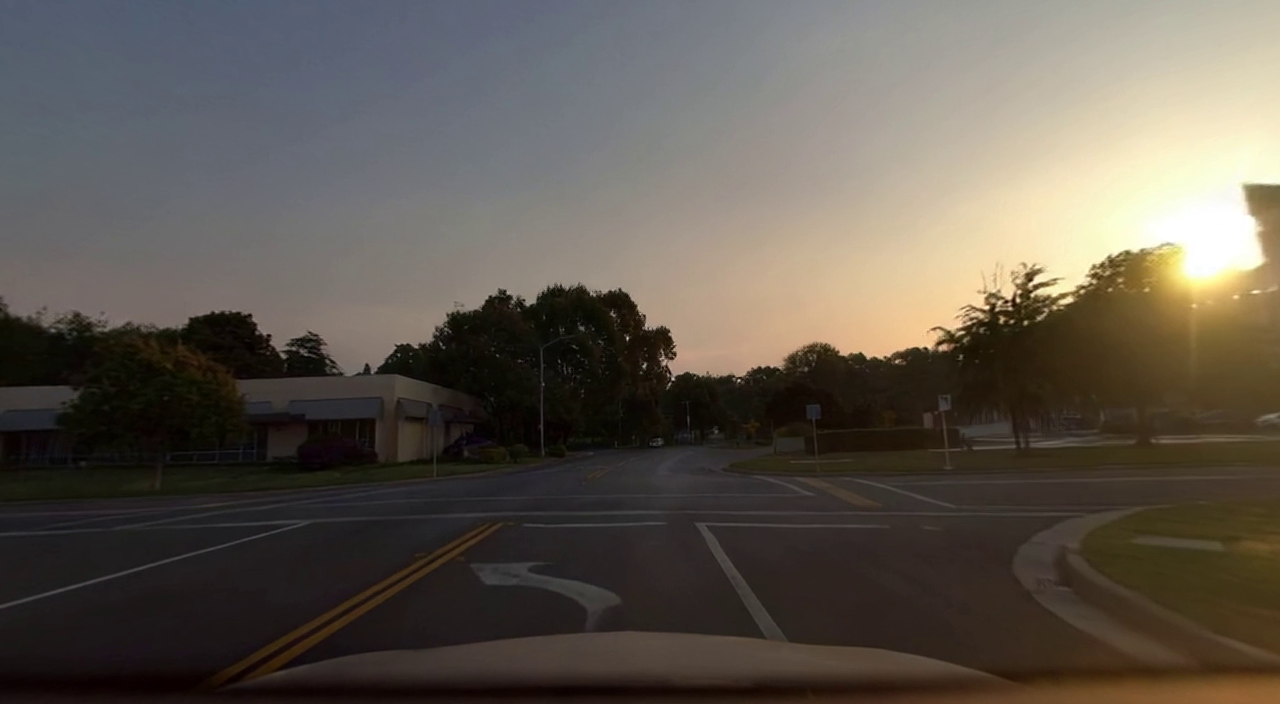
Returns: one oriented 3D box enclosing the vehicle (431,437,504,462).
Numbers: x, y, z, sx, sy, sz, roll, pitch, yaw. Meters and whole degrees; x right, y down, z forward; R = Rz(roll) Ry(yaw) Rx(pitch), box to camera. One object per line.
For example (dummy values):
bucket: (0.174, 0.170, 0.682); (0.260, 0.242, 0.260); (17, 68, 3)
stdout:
vehicle: (-12.669, 7.144, 46.418); (4.702, 1.761, 1.978); (0, -8, 3)
